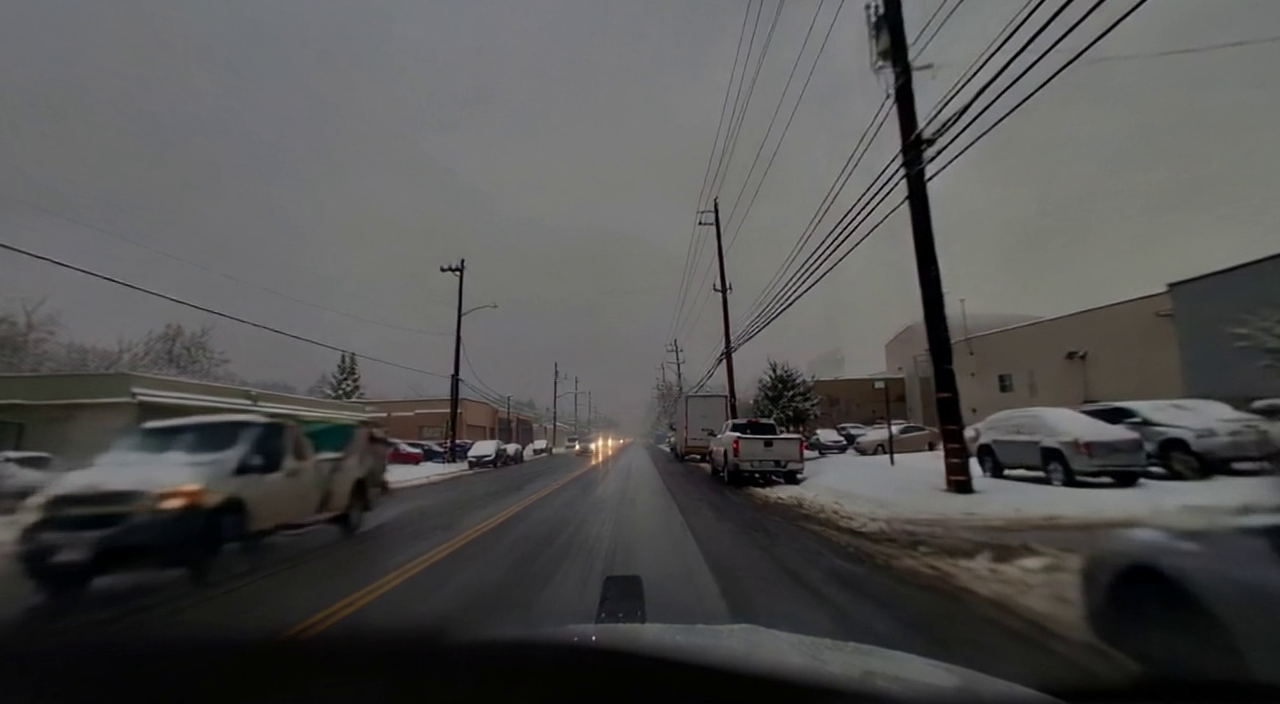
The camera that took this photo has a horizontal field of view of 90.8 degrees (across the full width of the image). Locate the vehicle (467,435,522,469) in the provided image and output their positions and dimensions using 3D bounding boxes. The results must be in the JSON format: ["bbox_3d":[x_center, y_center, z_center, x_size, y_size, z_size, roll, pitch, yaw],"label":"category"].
[{"bbox_3d":[-8.324,5.770,36.549,1.954,1.622,4.761,-5,-8,-1],"label":"vehicle"}]

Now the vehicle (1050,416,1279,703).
[{"bbox_3d":[3.608,0.843,1.566,1.974,1.455,4.776,0,-8,0],"label":"vehicle"}]

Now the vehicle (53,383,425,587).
[{"bbox_3d":[-4.900,1.691,8.902,2.254,1.963,4.823,-2,-8,-3],"label":"vehicle"}]

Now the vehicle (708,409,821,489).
[{"bbox_3d":[3.518,2.932,19.300,2.249,2.026,6.211,0,-8,1],"label":"vehicle"}]

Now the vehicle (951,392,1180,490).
[{"bbox_3d":[9.302,2.047,14.495,1.985,1.858,4.831,-1,-8,2],"label":"vehicle"}]

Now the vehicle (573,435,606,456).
[{"bbox_3d":[-3.904,7.343,49.521,2.020,1.528,4.258,-1,-8,3],"label":"vehicle"}]

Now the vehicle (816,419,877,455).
[{"bbox_3d":[10.477,4.401,32.433,2.040,1.722,4.502,-1,-8,6],"label":"vehicle"}]

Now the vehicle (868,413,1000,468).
[{"bbox_3d":[9.109,2.818,20.054,1.851,1.541,4.336,0,-8,-4],"label":"vehicle"}]

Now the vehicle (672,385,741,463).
[{"bbox_3d":[3.455,4.121,35.062,2.874,3.757,8.612,0,-8,0],"label":"vehicle"}]
